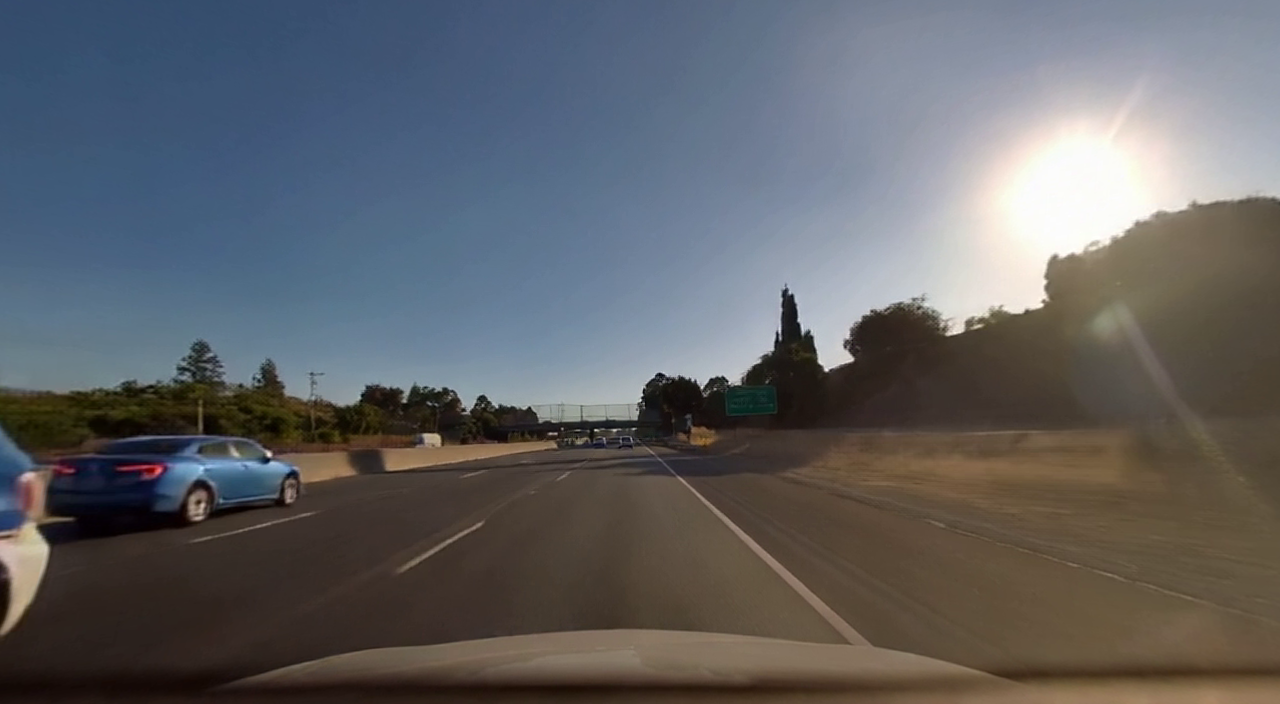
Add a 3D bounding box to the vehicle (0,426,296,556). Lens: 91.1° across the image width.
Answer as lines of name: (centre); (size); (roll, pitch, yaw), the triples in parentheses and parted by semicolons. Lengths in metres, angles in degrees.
vehicle: (-7.314, 1.885, 9.390); (1.949, 1.465, 4.318); (0, -8, -1)
